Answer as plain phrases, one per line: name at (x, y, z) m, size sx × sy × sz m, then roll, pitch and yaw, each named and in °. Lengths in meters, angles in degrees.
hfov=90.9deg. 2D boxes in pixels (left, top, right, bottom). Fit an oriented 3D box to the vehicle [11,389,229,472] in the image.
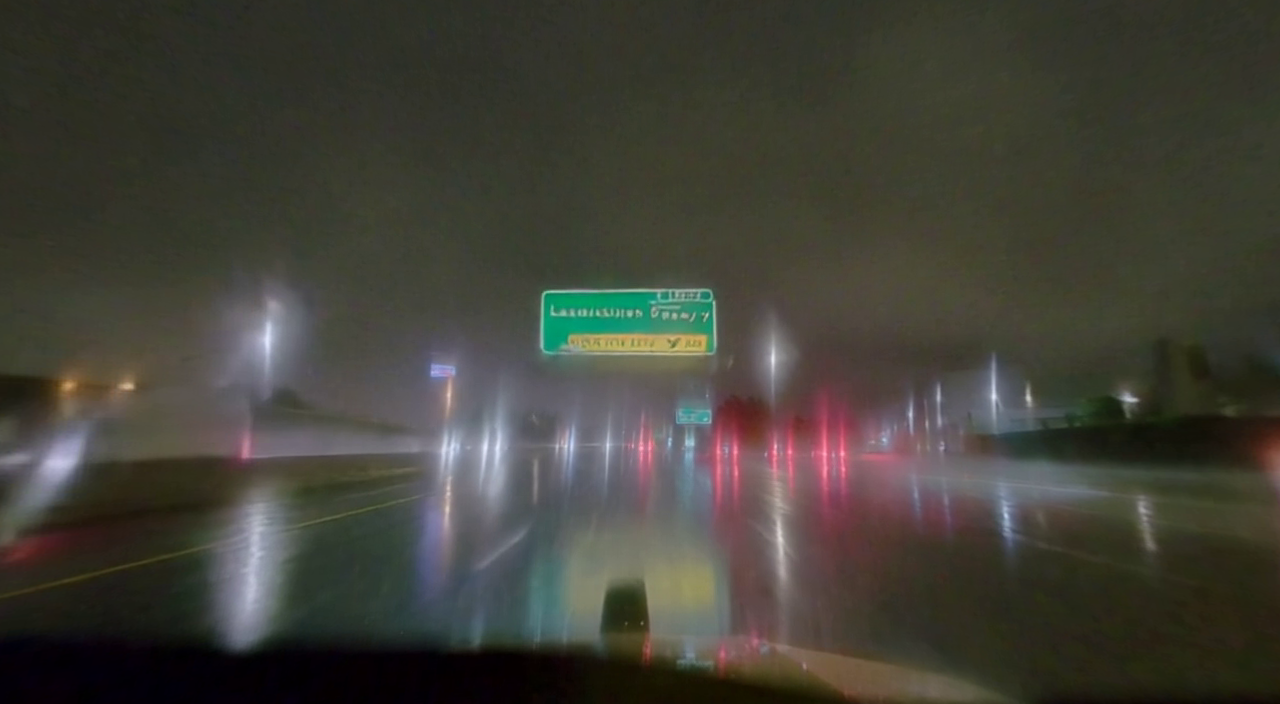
vehicle at (-25.208, 4.008, 31.531) m, size 2.936 × 3.514 × 9.249 m, roll 0°, pitch -8°, yaw 0°
